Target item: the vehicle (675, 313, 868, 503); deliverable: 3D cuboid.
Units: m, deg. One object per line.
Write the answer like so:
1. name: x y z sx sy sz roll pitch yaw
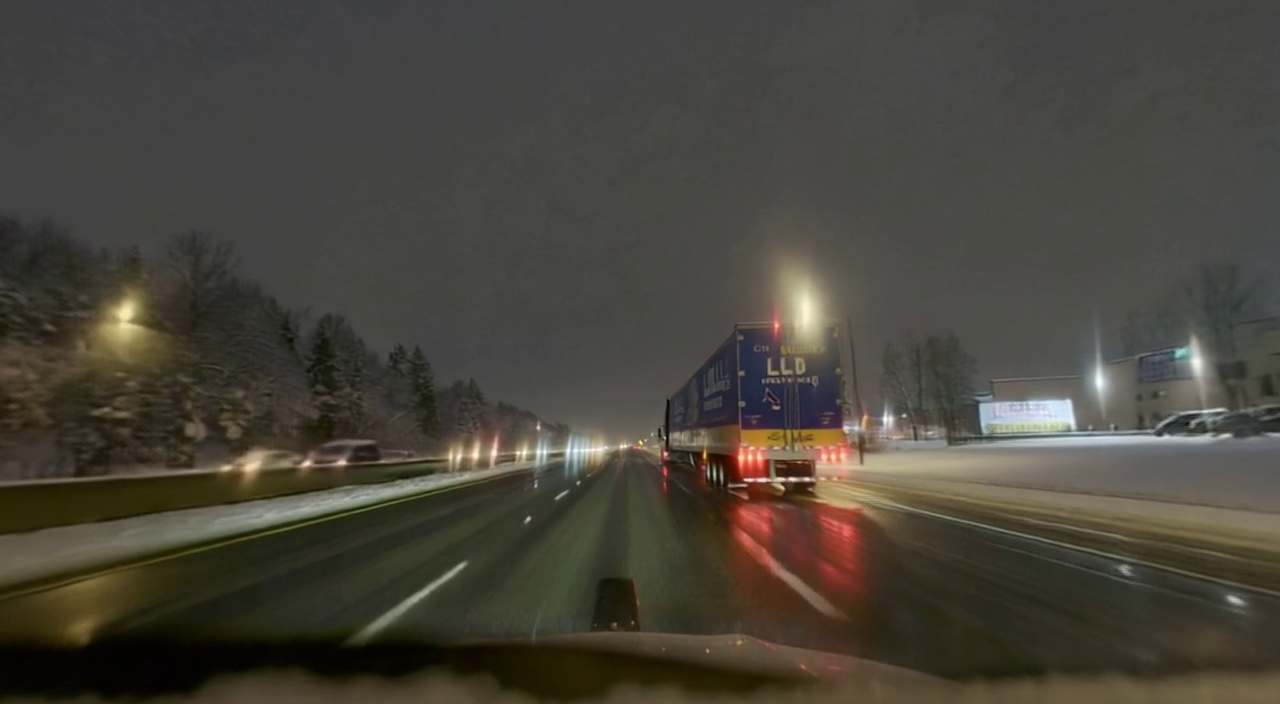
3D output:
1. vehicle: 3.491 2.534 23.146 2.891 4.387 17.121 0 -9 -2

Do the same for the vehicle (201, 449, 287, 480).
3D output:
1. vehicle: -18.813 5.352 30.194 1.764 1.350 3.516 0 -9 0

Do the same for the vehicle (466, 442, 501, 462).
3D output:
1. vehicle: -11.441 7.336 46.445 1.679 1.408 3.364 0 -9 0

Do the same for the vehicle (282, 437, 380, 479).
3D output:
1. vehicle: -11.206 3.864 23.196 1.806 1.408 3.416 0 -9 1
